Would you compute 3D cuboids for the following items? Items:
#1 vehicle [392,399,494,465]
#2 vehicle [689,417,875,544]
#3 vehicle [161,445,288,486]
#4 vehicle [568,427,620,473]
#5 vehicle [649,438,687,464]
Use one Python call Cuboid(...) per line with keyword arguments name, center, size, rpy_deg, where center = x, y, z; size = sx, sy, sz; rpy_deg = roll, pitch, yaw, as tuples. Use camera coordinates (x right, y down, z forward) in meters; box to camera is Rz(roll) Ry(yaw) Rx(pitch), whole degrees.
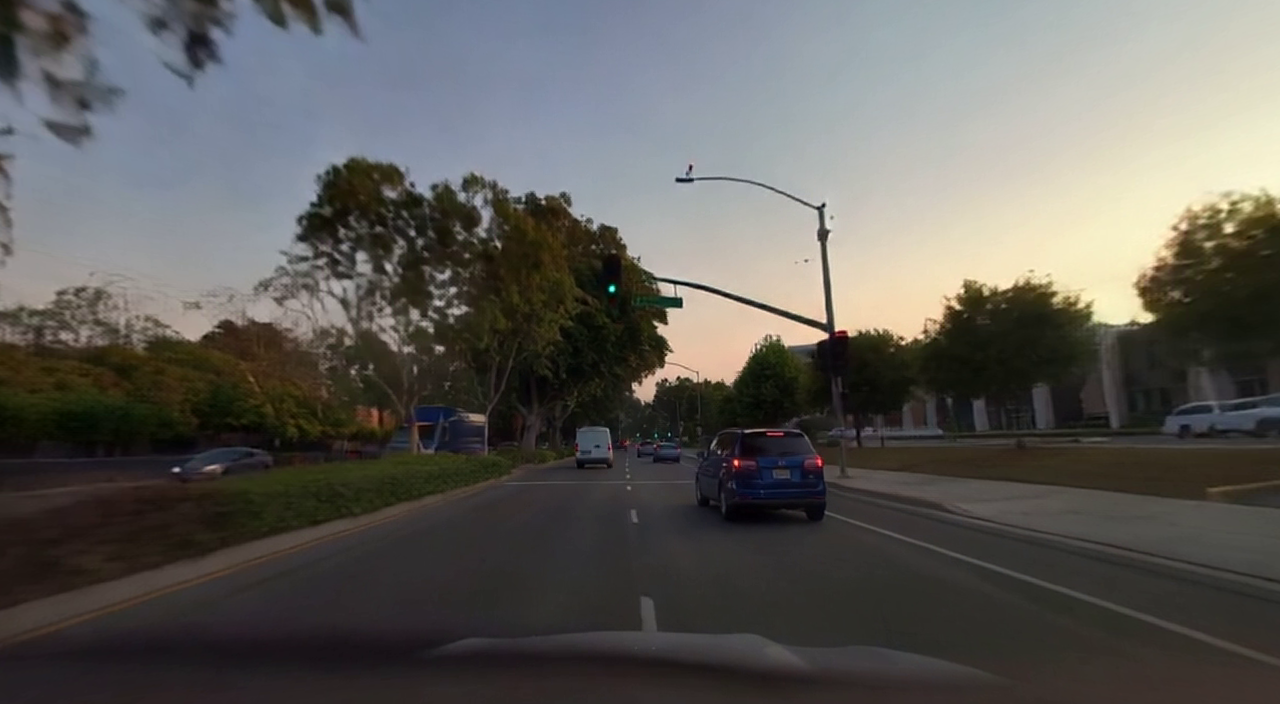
Cuboid(name="vehicle", center=(-12.592, 5.421, 41.929), size=(3.206, 3.740, 11.455), rpy_deg=(0, -8, -1))
Cuboid(name="vehicle", center=(2.066, 2.015, 10.557), size=(1.965, 1.671, 4.146), rpy_deg=(0, -8, -3))
Cuboid(name="vehicle", center=(-16.853, 4.596, 25.973), size=(2.139, 1.493, 4.521), rpy_deg=(0, -8, 0))
Cuboid(name="vehicle", center=(-2.169, 4.767, 30.836), size=(2.228, 2.054, 4.309), rpy_deg=(0, -8, 0))
Cuboid(name="vehicle", center=(1.858, 6.761, 43.200), size=(2.248, 1.692, 4.252), rpy_deg=(0, -8, -2))
